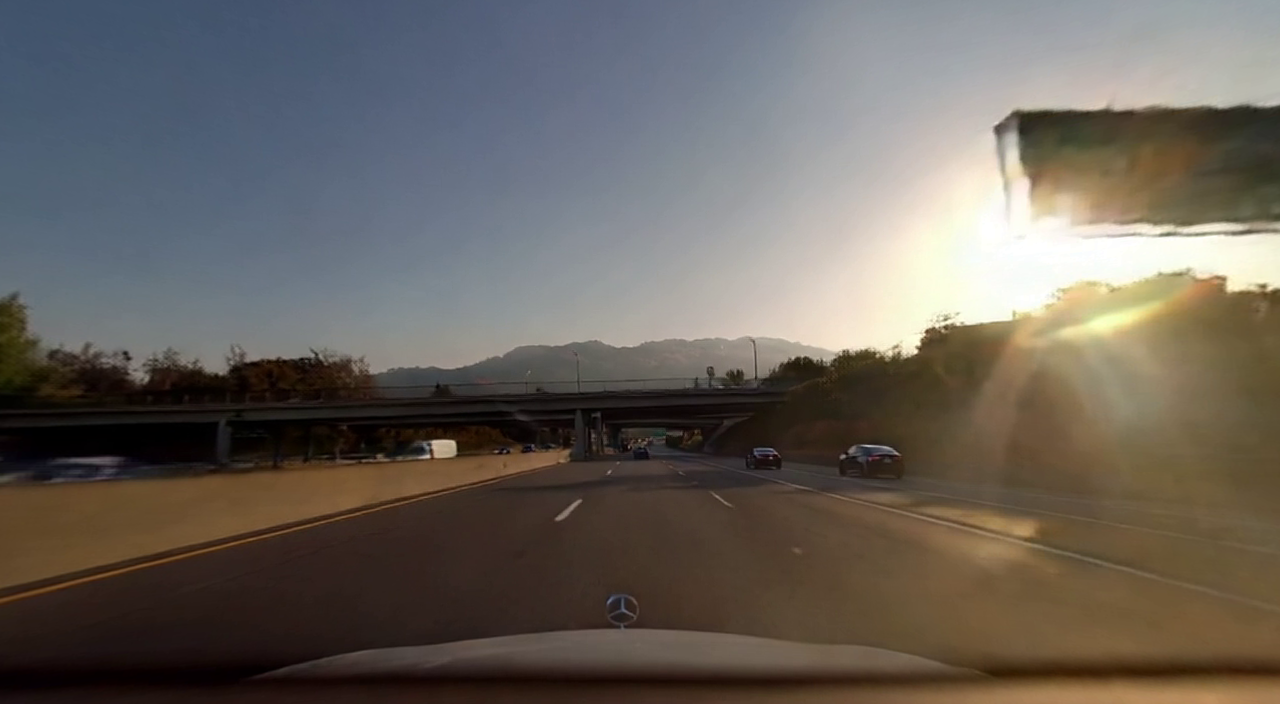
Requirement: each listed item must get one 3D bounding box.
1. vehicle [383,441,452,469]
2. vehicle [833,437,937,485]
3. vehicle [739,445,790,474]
[{"bbox_3d":[-16.998,7.901,48.590,2.851,1.978,6.334,0,-9,2],"label":"vehicle"},{"bbox_3d":[10.869,4.877,28.515,2.387,1.936,5.646,0,-9,0],"label":"vehicle"},{"bbox_3d":[7.159,6.237,36.637,2.053,1.553,4.463,0,-9,-1],"label":"vehicle"}]
